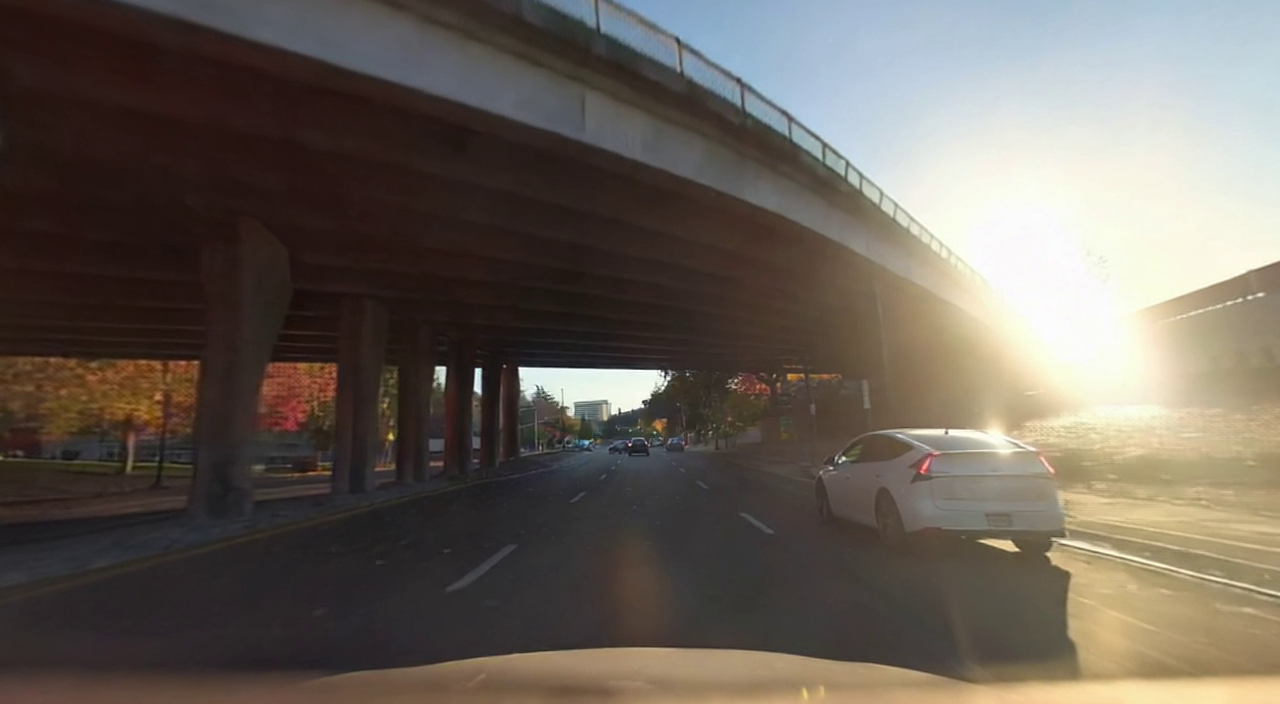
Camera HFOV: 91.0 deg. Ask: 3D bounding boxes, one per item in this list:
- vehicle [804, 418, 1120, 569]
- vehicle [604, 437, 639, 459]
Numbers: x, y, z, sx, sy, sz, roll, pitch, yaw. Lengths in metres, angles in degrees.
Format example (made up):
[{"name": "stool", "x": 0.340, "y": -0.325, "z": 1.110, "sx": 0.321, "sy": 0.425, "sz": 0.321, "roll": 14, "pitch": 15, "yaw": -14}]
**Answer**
[{"name": "vehicle", "x": 3.900, "y": 1.802, "z": 8.761, "sx": 2.063, "sy": 1.542, "sz": 4.420, "roll": 0, "pitch": -9, "yaw": 0}, {"name": "vehicle", "x": -1.350, "y": 6.748, "z": 44.151, "sx": 2.055, "sy": 1.484, "sz": 4.143, "roll": 1, "pitch": -9, "yaw": -7}]
